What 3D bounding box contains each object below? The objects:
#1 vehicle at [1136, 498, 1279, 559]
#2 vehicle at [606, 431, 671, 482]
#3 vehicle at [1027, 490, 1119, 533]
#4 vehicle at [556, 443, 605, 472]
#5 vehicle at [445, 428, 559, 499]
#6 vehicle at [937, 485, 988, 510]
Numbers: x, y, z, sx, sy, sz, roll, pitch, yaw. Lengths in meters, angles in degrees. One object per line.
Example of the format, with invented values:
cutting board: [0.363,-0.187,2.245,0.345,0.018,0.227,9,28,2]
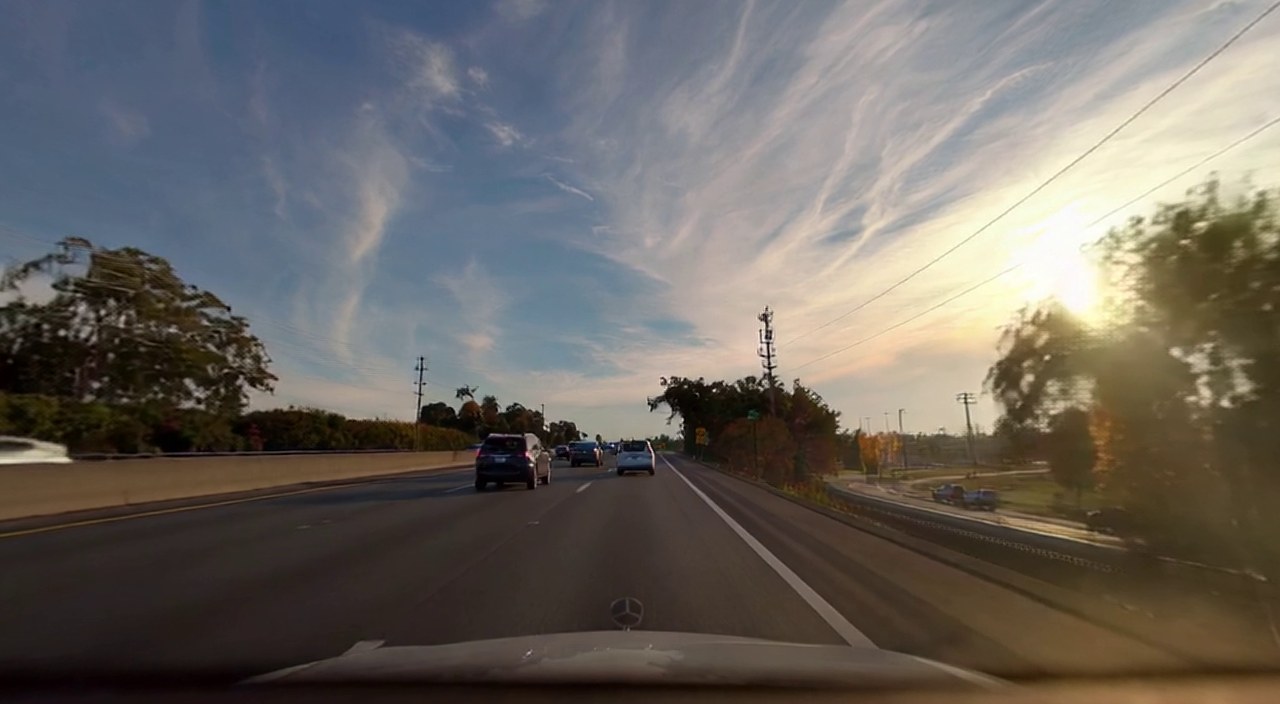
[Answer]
vehicle: [21.654,6.661,24.162,1.820,1.768,4.621,-2,-10,6]
vehicle: [-0.010,4.090,24.918,2.319,1.813,4.274,0,-8,1]
vehicle: [22.092,8.118,32.448,1.826,1.625,4.758,-1,-8,7]
vehicle: [-3.151,5.734,34.469,2.092,1.464,4.466,0,-8,2]
vehicle: [-3.737,3.123,18.044,2.104,1.754,4.515,0,-8,2]
vehicle: [24.421,10.997,47.912,1.985,1.513,4.339,-1,-8,6]
